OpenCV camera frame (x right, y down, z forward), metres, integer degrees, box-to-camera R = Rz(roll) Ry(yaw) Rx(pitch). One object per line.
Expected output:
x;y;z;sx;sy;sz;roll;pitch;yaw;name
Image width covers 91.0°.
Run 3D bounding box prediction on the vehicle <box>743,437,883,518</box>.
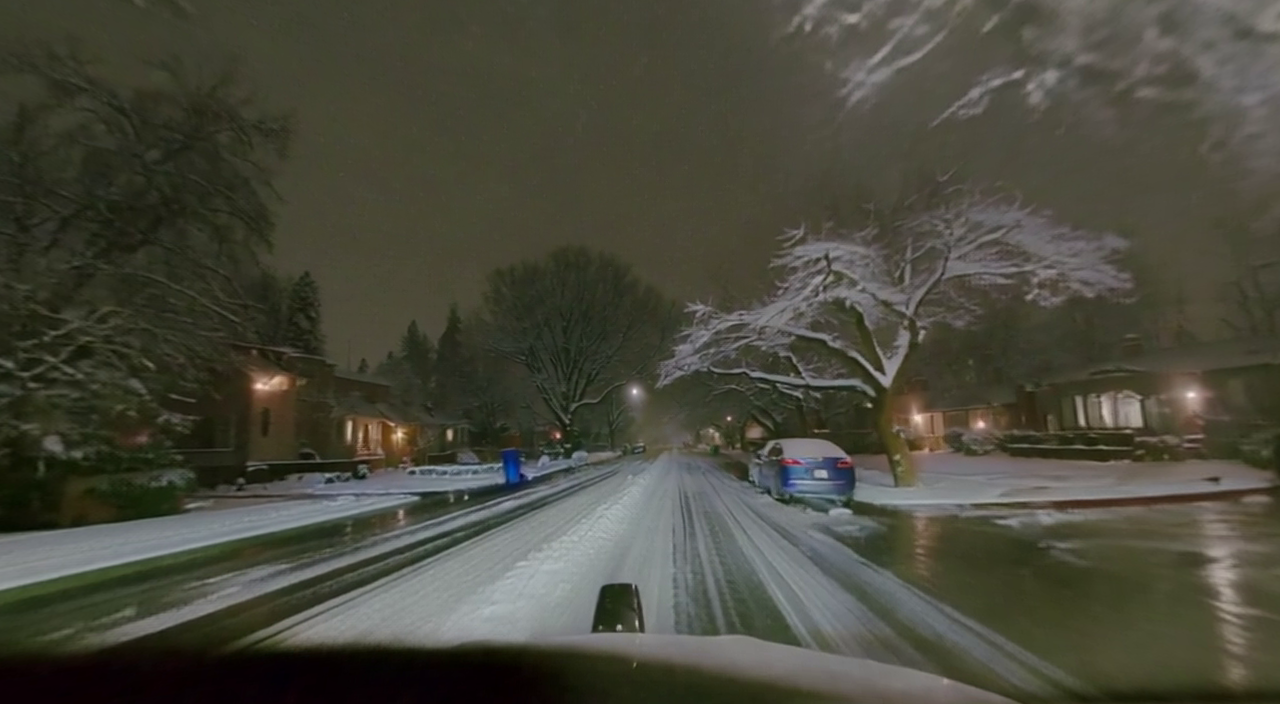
3.573;2.654;13.886;2.006;1.494;4.211;0;-9;2;vehicle
